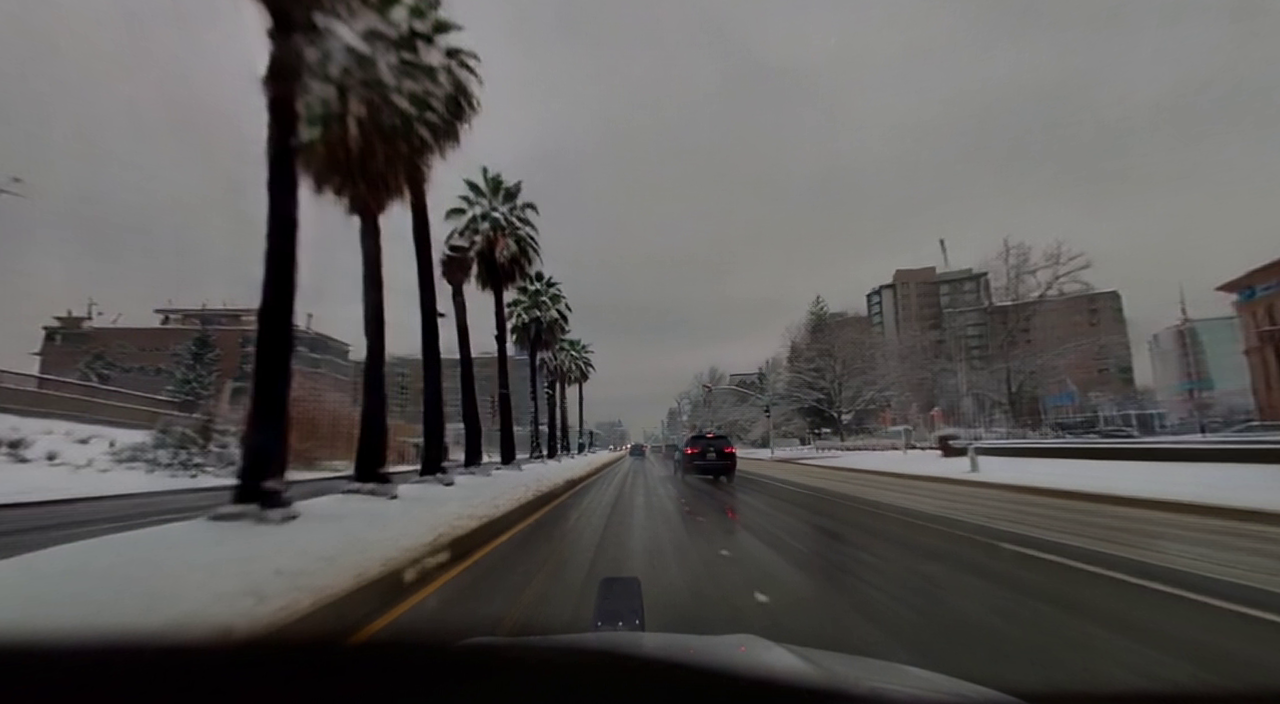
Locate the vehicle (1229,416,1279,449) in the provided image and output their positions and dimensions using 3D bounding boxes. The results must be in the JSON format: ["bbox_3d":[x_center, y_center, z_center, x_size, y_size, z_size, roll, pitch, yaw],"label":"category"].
[{"bbox_3d":[38.749,5.002,38.989,2.227,1.884,5.589,-6,-10,31],"label":"vehicle"}]

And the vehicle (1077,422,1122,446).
[{"bbox_3d":[34.949,6.285,48.157,2.287,1.669,4.382,-5,-10,31],"label":"vehicle"}]

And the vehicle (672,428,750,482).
[{"bbox_3d":[2.806,4.288,26.494,2.559,2.017,5.562,0,-9,-1],"label":"vehicle"}]
